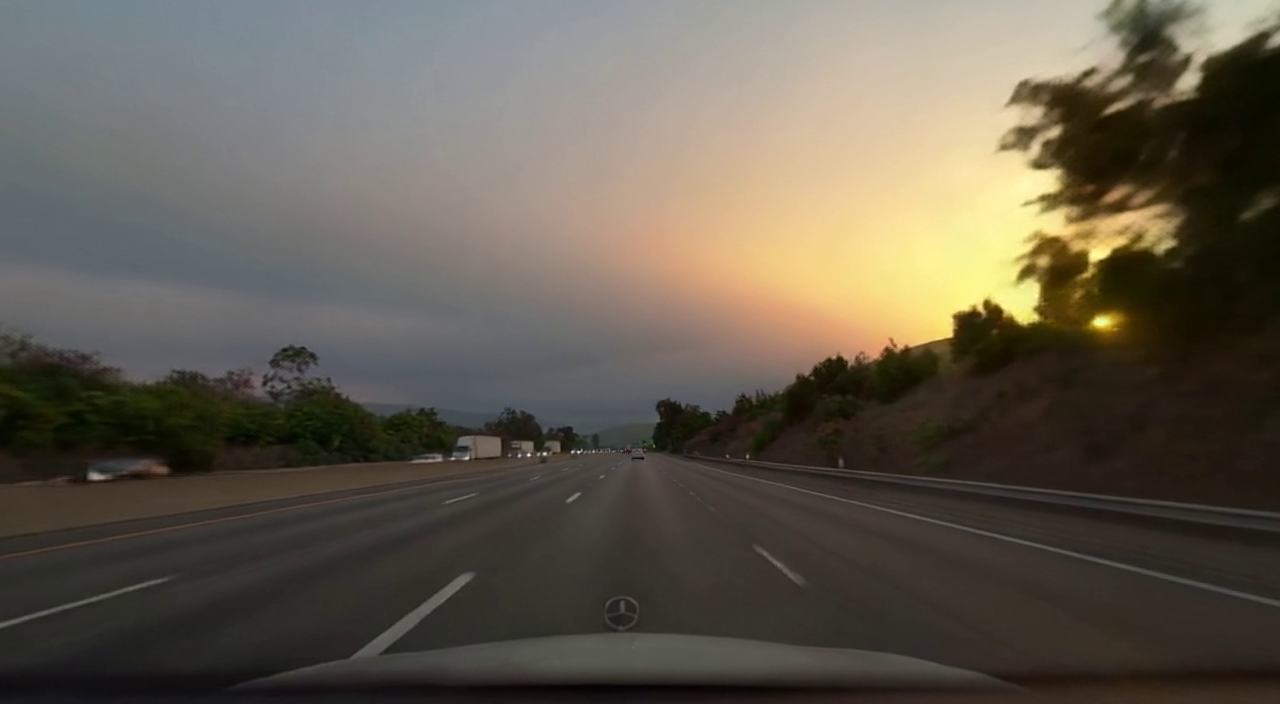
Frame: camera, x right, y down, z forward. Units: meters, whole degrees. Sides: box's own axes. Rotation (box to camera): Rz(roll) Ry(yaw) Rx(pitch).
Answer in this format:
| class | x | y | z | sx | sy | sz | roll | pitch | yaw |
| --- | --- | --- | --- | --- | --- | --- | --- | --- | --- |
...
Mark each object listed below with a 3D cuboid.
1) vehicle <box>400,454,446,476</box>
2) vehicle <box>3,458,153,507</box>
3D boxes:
| class | x | y | z | sx | sy | sz | roll | pitch | yaw |
| --- | --- | --- | --- | --- | --- | --- | --- | --- | --- |
| vehicle | -15.378 | 8.011 | 44.648 | 1.828 | 1.487 | 4.135 | -1 | -9 | 0 |
| vehicle | -24.485 | 5.662 | 27.618 | 2.049 | 1.826 | 4.803 | -1 | -9 | 1 |
